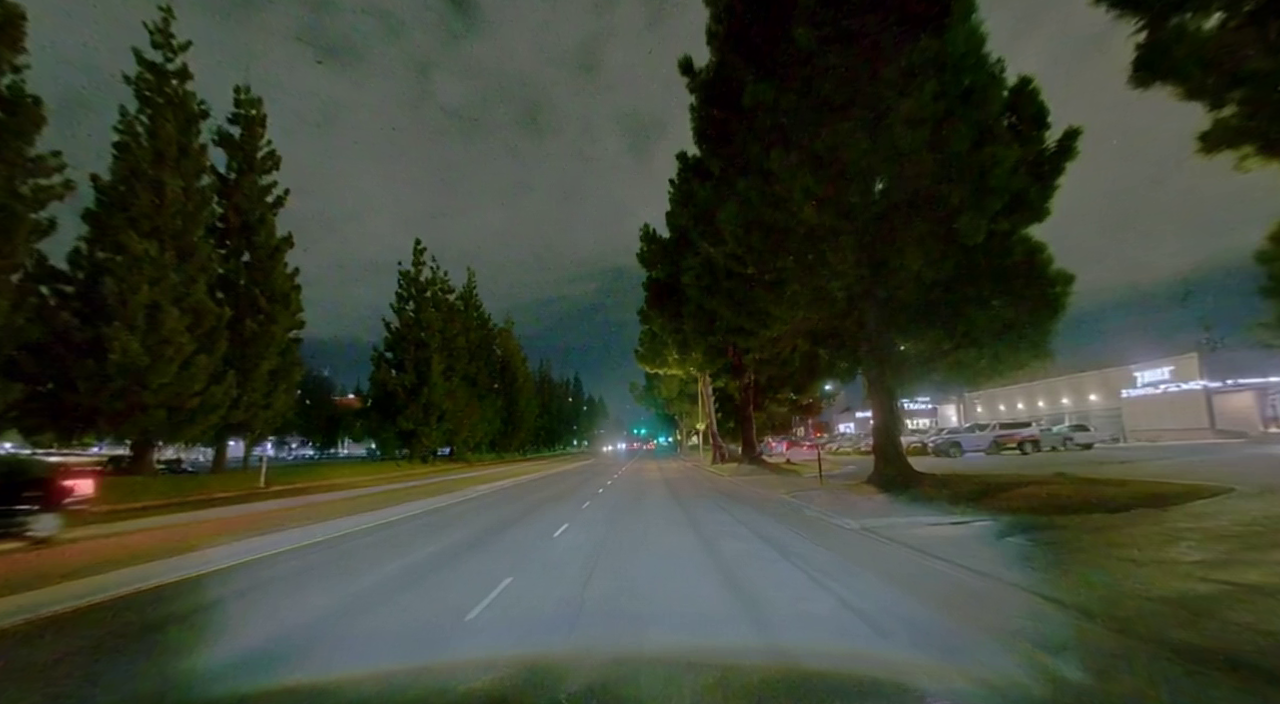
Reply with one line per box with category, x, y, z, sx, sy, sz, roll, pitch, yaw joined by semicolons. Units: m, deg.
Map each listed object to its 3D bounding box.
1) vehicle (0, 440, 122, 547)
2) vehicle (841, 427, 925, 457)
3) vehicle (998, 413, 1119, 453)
vehicle;-10.553;2.191;9.638;1.918;1.581;3.947;-2;-9;0
vehicle;14.892;5.563;38.733;4.387;1.532;1.930;-9;-12;34
vehicle;19.907;3.907;30.253;4.419;1.603;1.930;-7;-9;23
